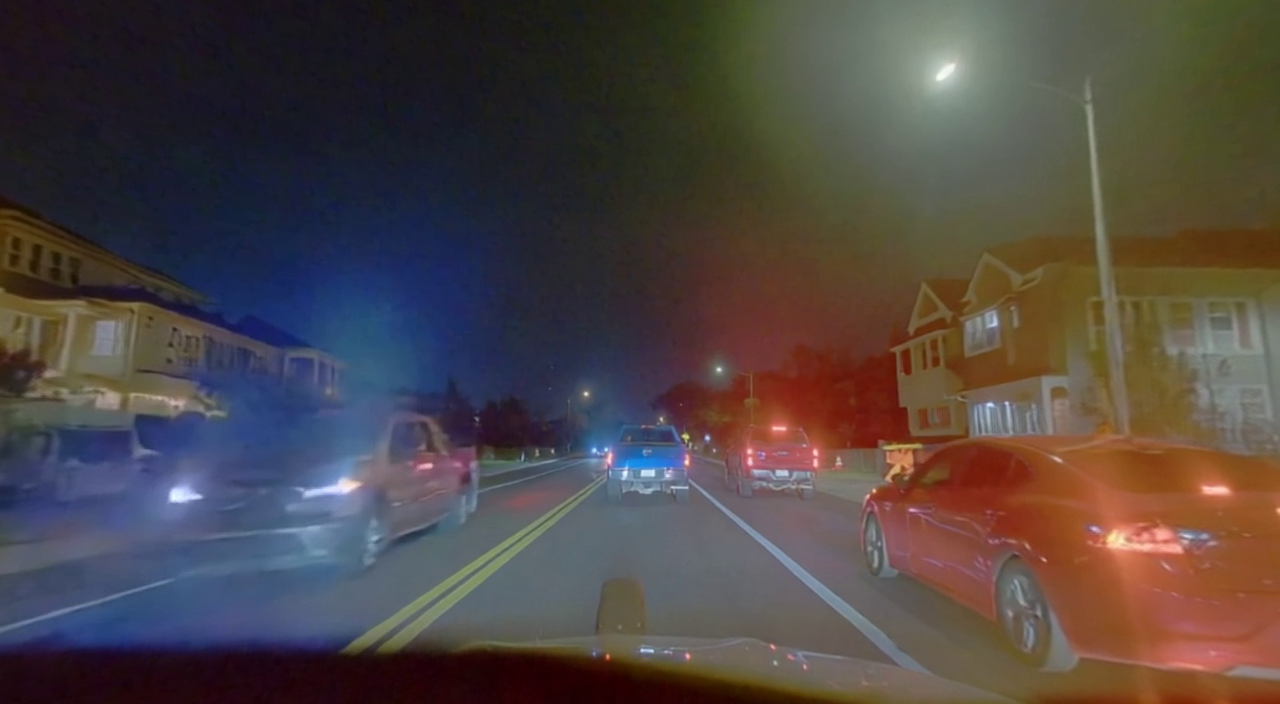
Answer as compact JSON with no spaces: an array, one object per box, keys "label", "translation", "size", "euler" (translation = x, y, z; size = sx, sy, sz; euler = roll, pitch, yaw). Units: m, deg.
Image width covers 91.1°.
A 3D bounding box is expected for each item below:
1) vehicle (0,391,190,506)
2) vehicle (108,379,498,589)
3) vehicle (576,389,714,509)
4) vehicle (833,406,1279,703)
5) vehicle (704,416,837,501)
[{"label":"vehicle","translation":[-13.448,2.160,14.162],"size":[2.475,2.157,5.567],"euler":[0,-8,-1]},{"label":"vehicle","translation":[-3.897,1.684,8.982],"size":[2.306,2.005,5.773],"euler":[0,-8,1]},{"label":"vehicle","translation":[0.147,2.404,15.816],"size":[2.751,2.361,6.347],"euler":[1,-9,1]},{"label":"vehicle","translation":[3.147,1.286,4.700],"size":[2.010,1.499,4.481],"euler":[0,-8,0]},{"label":"vehicle","translation":[3.357,2.920,17.657],"size":[2.486,1.993,5.667],"euler":[0,-8,0]}]
